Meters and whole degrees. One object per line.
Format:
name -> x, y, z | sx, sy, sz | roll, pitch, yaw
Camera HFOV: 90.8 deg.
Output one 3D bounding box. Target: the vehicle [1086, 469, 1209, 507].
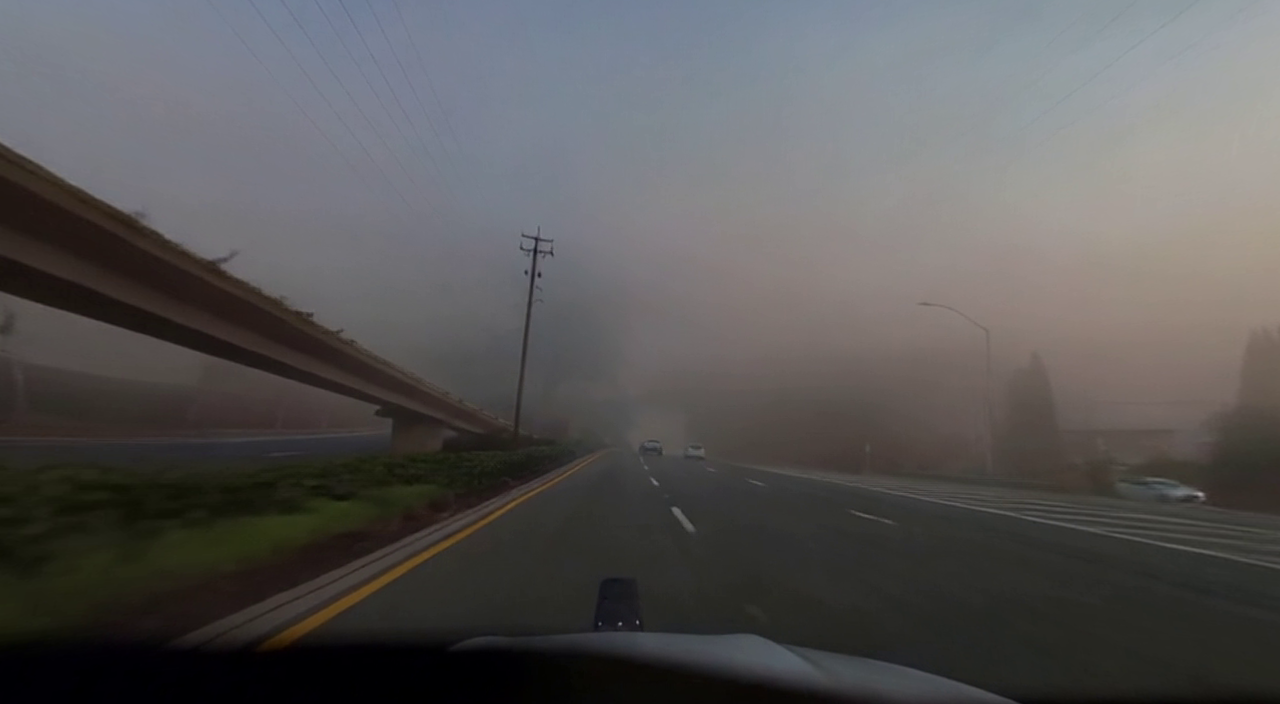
vehicle -> 22.638, 6.091, 28.435 | 1.789, 1.539, 4.303 | 1, -12, -3
